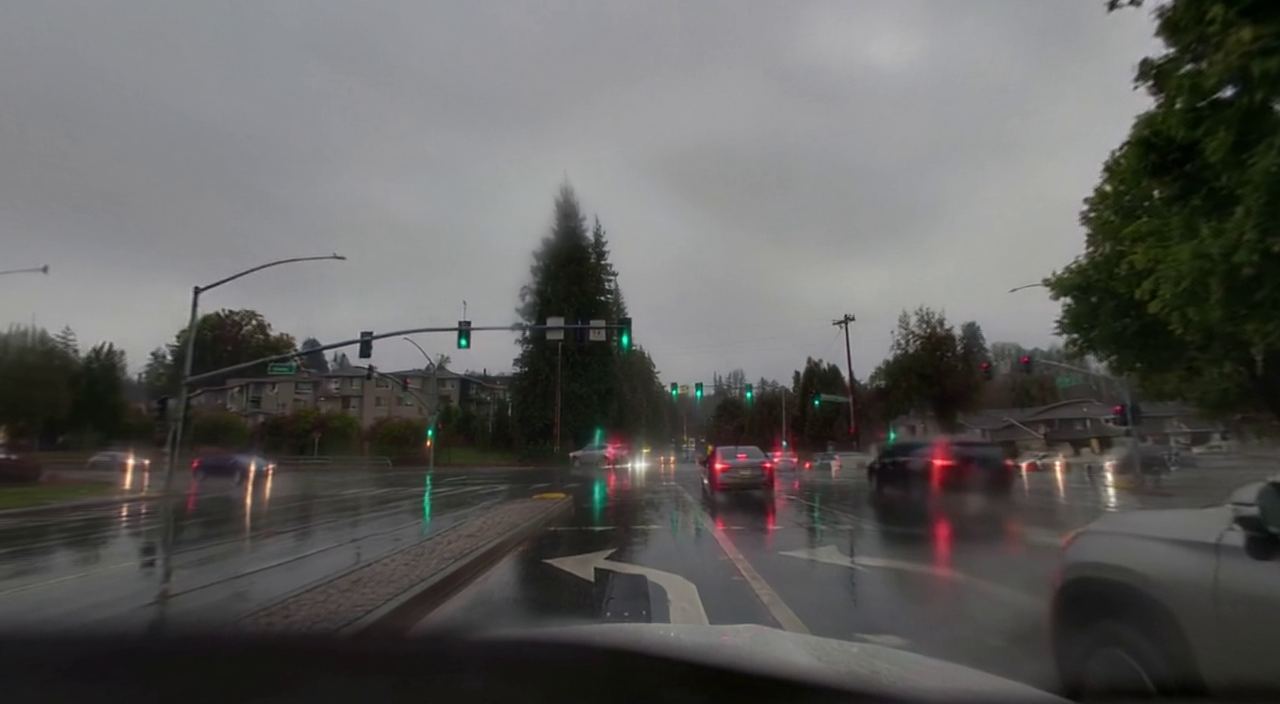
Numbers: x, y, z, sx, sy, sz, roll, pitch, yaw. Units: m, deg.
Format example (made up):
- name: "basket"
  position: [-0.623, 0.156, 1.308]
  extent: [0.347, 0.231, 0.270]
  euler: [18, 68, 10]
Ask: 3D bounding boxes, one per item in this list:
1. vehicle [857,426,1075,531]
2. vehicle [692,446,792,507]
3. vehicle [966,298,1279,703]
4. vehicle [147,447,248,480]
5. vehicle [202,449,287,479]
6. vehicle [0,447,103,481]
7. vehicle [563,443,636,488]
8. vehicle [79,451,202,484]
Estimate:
- name: "vehicle"
  position: [6.572, 2.591, 13.503]
  extent: [2.105, 1.830, 4.610]
  euler: [0, -9, -1]
- name: "vehicle"
  position: [2.692, 3.419, 17.814]
  extent: [2.009, 1.480, 4.423]
  euler: [0, -9, -1]
- name: "vehicle"
  position: [2.834, 0.617, 1.034]
  extent: [2.115, 1.737, 4.642]
  euler: [0, -9, 0]
- name: "vehicle"
  position: [-27.736, 6.989, 39.619]
  extent: [4.689, 1.734, 2.034]
  euler: [3, -8, -1]
- name: "vehicle"
  position: [-26.745, 7.582, 42.716]
  extent: [4.365, 1.629, 2.004]
  euler: [3, -8, 0]
- name: "vehicle"
  position: [-36.801, 6.916, 39.173]
  extent: [4.771, 1.778, 2.032]
  euler: [3, -8, -3]
- name: "vehicle"
  position: [-1.808, 4.746, 26.694]
  extent: [2.099, 1.705, 4.020]
  euler: [3, -9, -19]
- name: "vehicle"
  position: [-26.284, 6.066, 33.309]
  extent: [4.724, 1.630, 1.968]
  euler: [0, -9, -2]
